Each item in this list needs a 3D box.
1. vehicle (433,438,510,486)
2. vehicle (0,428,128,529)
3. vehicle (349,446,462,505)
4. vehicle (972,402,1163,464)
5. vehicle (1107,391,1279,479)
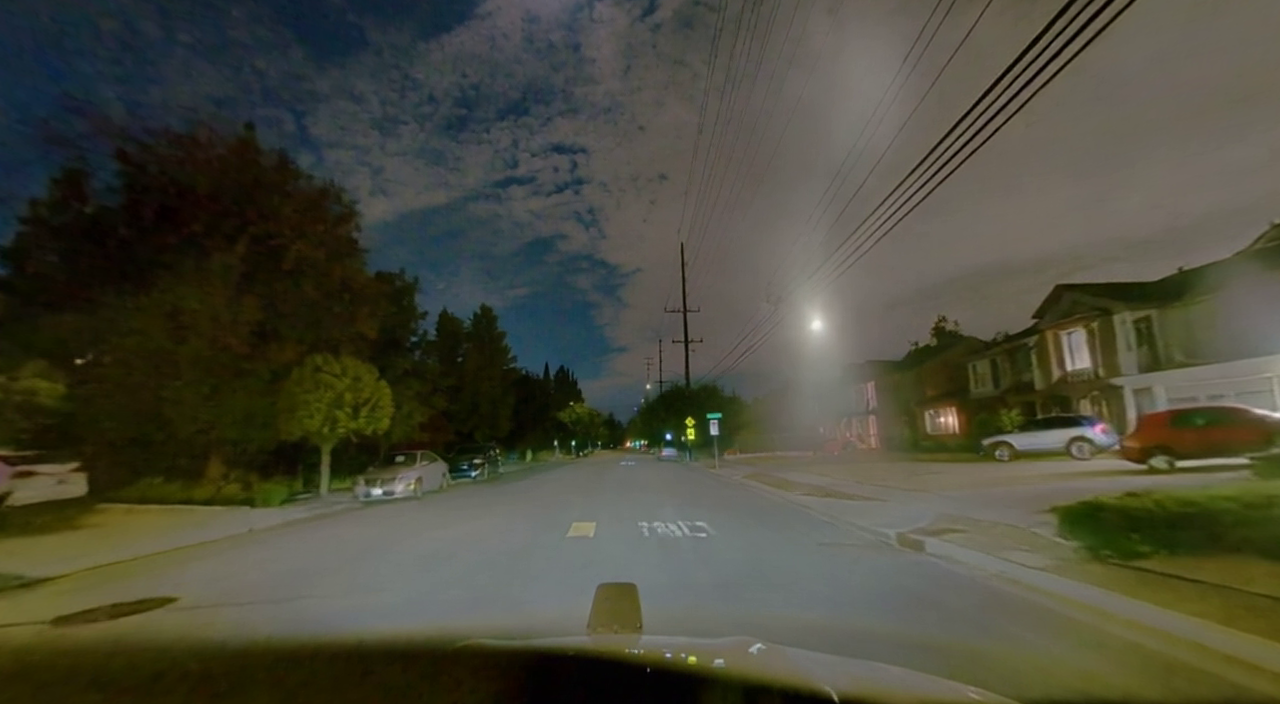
[{"bbox_3d":[-7.254,4.785,27.682,2.135,1.787,4.452,-4,-9,0],"label":"vehicle"},{"bbox_3d":[-13.828,2.553,13.042,4.432,1.870,2.299,0,-9,-1],"label":"vehicle"},{"bbox_3d":[-7.125,3.764,19.668,2.041,1.587,3.920,-2,-9,0],"label":"vehicle"},{"bbox_3d":[13.610,2.588,20.553,4.836,1.789,2.229,-4,-7,29],"label":"vehicle"},{"bbox_3d":[13.594,1.893,14.580,4.145,1.767,1.880,-9,-10,30],"label":"vehicle"}]
